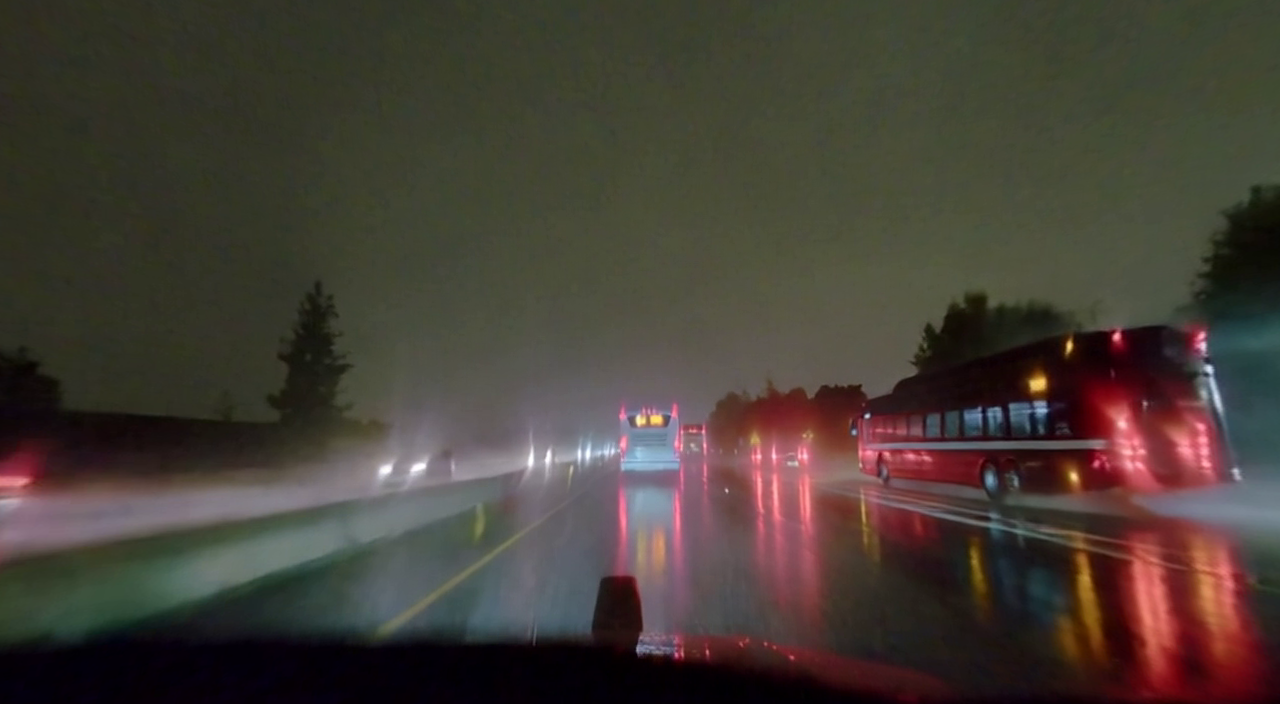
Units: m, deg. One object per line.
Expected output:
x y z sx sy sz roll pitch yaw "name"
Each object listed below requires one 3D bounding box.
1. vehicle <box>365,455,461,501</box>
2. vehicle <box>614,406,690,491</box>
-8.588 4.789 24.194 1.941 1.525 4.719 -1 -9 0 "vehicle"
0.346 3.523 22.972 2.414 2.675 5.574 0 -9 -1 "vehicle"
